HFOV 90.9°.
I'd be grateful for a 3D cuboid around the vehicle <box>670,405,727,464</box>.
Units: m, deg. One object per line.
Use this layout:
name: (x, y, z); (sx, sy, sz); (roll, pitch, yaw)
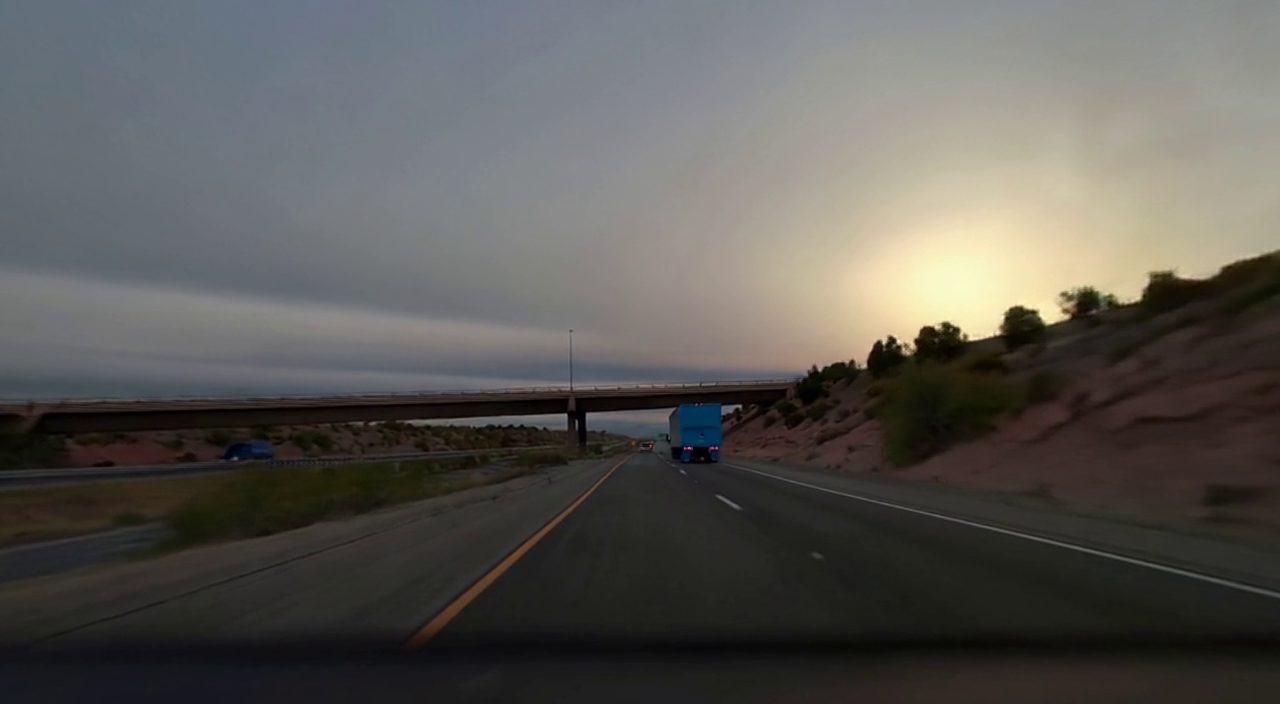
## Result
vehicle: (4.047, 6.129, 46.263); (3.024, 3.834, 10.128); (0, -8, -1)
